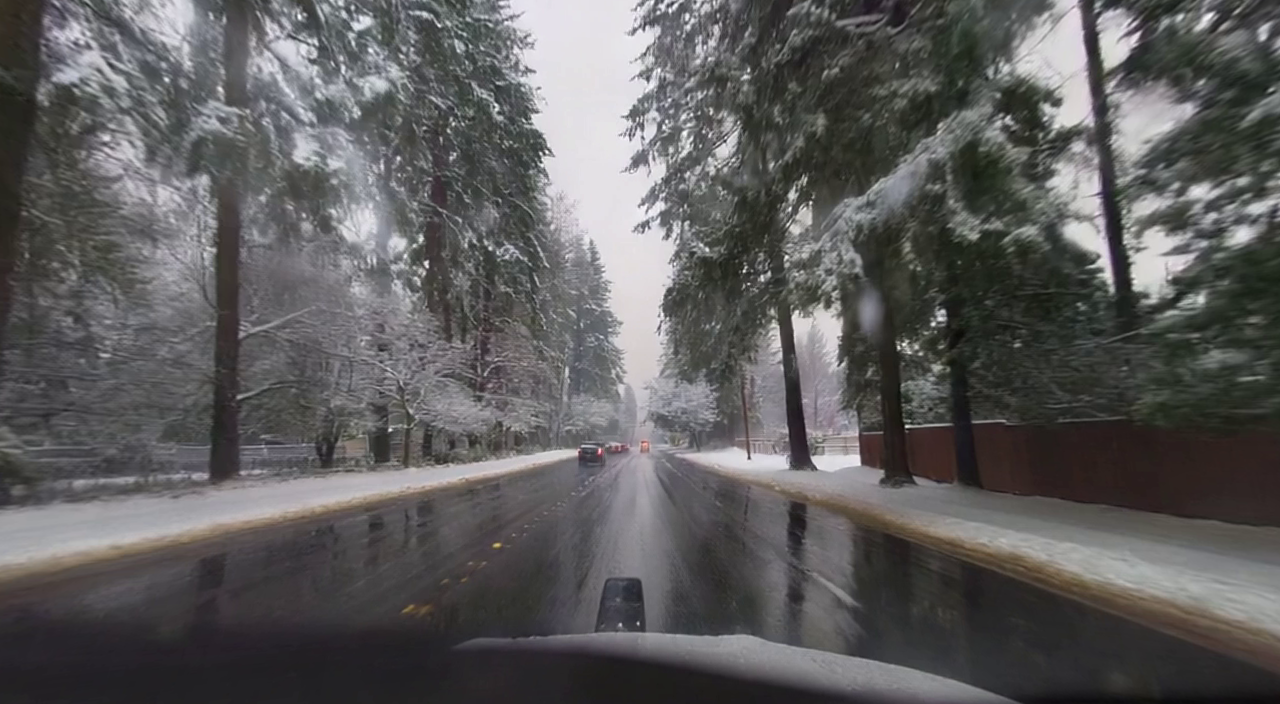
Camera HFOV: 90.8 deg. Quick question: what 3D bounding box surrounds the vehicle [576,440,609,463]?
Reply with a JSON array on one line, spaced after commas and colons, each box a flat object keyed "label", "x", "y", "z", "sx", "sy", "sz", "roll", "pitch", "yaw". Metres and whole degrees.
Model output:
[{"label": "vehicle", "x": -3.567, "y": 7.542, "z": 47.999, "sx": 2.221, "sy": 1.707, "sz": 4.243, "roll": 0, "pitch": -8, "yaw": 0}]
